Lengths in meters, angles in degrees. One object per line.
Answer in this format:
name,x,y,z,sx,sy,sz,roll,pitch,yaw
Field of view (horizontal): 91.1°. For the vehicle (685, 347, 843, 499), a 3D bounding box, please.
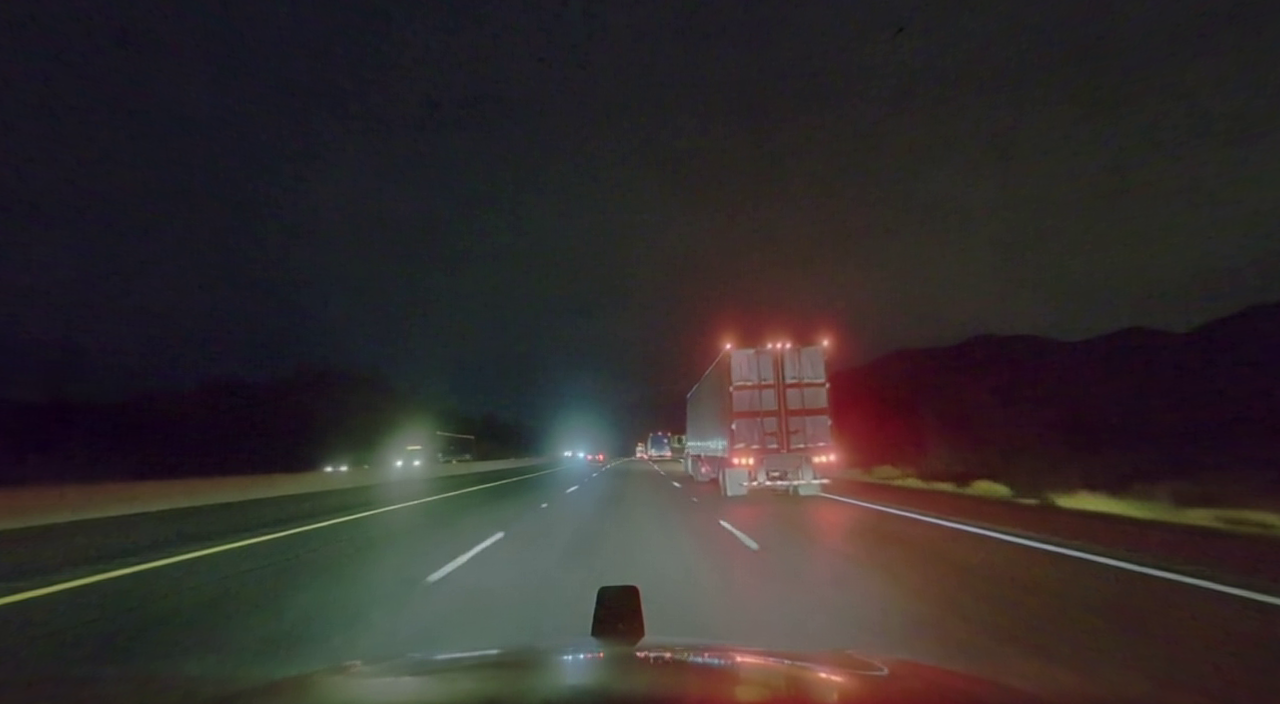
vehicle,3.717,2.845,23.189,3.037,3.999,13.133,0,-9,-1
